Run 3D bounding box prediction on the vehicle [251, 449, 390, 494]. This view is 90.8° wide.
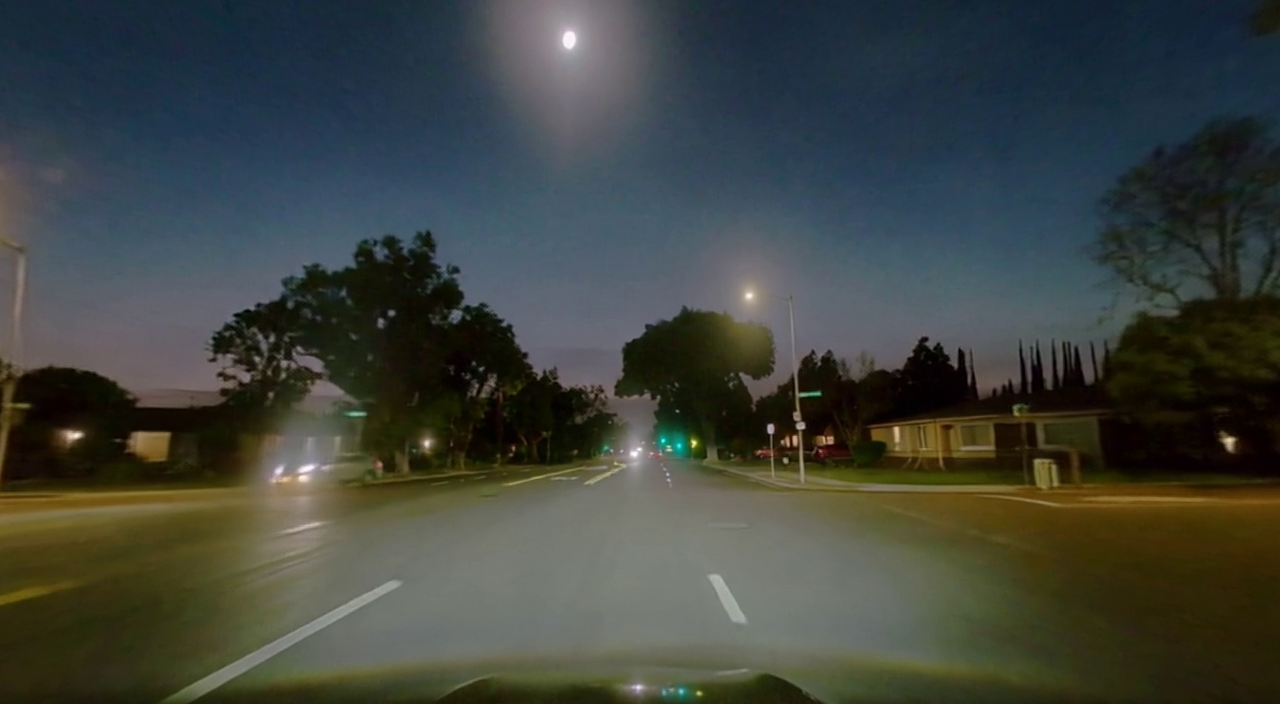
[{"bbox_3d":[-12.738,4.765,25.600,2.064,1.596,4.716,-4,-9,23],"label":"vehicle"}]
